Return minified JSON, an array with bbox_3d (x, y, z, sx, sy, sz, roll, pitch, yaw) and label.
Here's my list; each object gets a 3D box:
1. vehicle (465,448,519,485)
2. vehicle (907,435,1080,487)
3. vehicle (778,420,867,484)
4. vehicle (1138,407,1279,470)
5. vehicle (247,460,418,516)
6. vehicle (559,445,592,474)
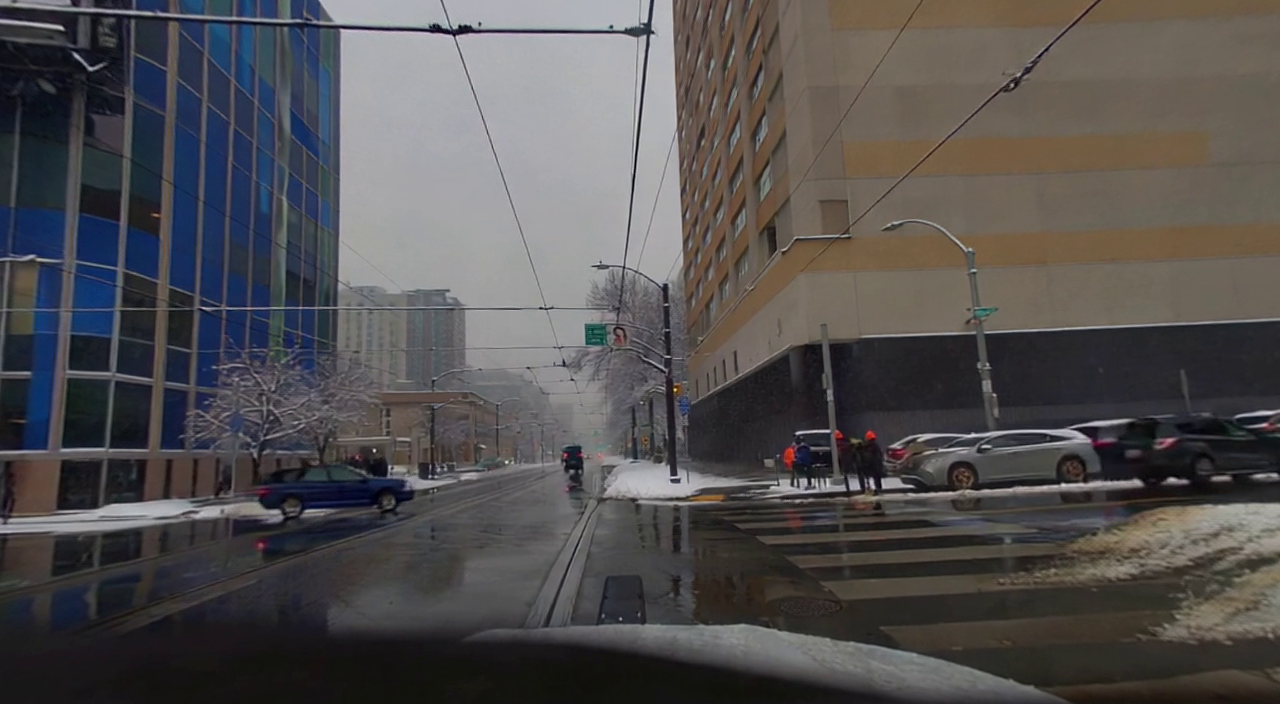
[{"bbox_3d":[-8.428,6.523,36.286,2.121,1.792,4.510,-4,-8,-2],"label":"vehicle"},{"bbox_3d":[11.382,3.513,20.519,4.697,1.510,1.596,0,-9,-5],"label":"vehicle"},{"bbox_3d":[7.538,4.113,26.628,2.316,2.425,4.466,1,-7,-2],"label":"vehicle"},{"bbox_3d":[16.943,2.402,17.529,4.637,1.624,1.927,0,-8,-3],"label":"vehicle"},{"bbox_3d":[-9.770,4.287,20.292,4.549,1.490,1.797,7,-11,-38],"label":"vehicle"},{"bbox_3d":[-4.403,7.416,43.929,2.137,1.910,5.120,1,-8,-5],"label":"vehicle"}]
